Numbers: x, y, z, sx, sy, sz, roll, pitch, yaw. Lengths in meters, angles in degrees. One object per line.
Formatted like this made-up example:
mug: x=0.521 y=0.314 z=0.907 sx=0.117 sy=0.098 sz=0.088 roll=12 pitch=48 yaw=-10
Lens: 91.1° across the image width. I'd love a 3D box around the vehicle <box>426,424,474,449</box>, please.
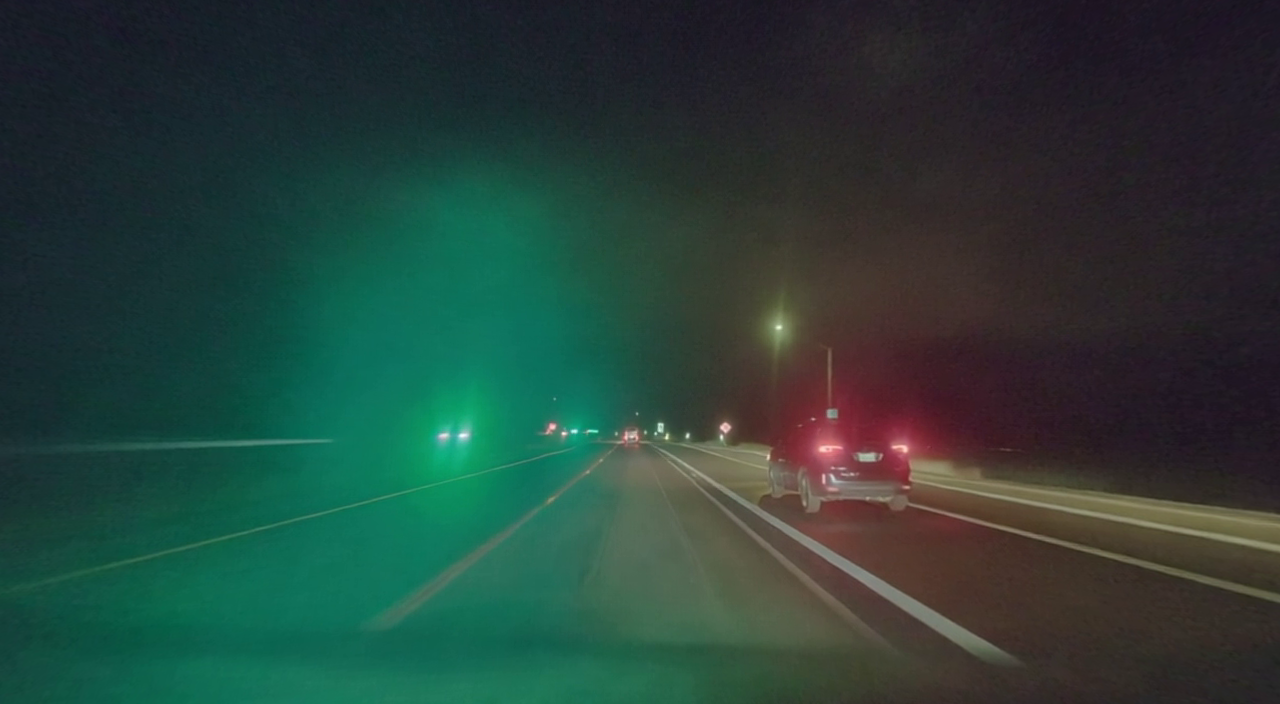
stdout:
vehicle: x=-13.308 y=5.958 z=44.234 sx=1.906 sy=1.617 sz=4.606 roll=0 pitch=-8 yaw=1
